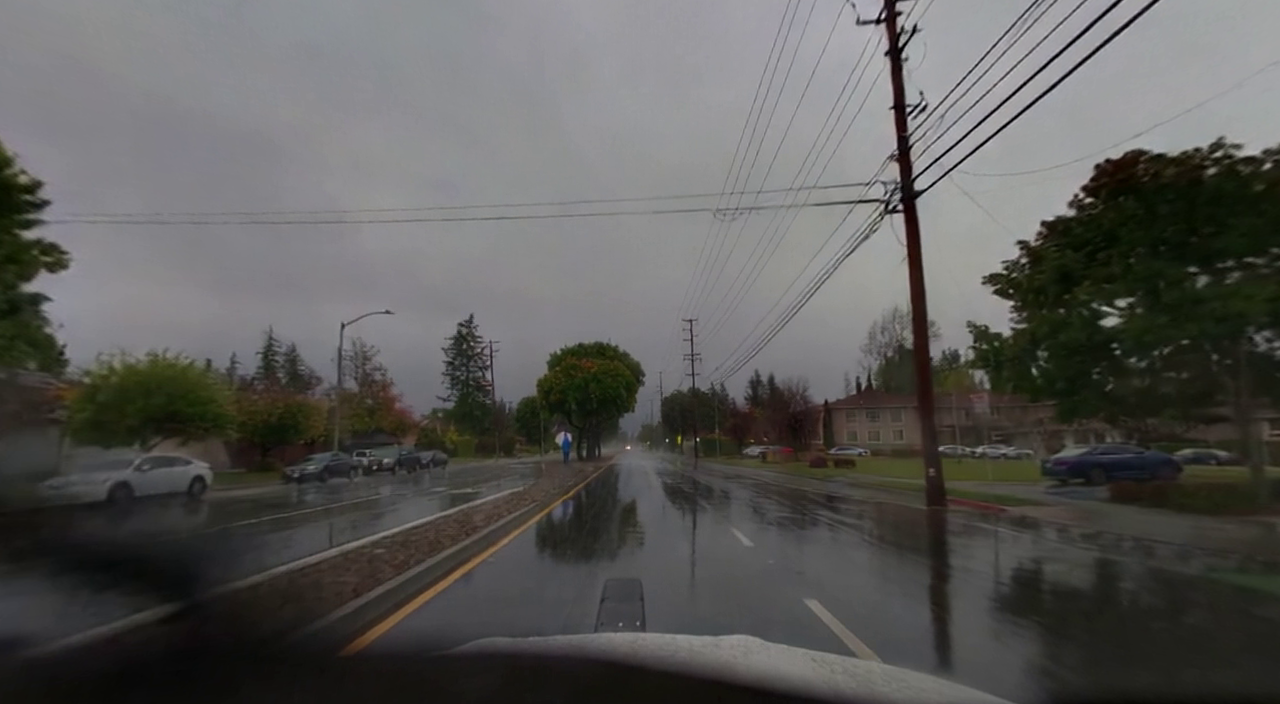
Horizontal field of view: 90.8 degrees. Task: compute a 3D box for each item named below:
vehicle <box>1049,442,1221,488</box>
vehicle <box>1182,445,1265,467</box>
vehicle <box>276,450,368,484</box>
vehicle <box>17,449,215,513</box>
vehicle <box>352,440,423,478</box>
[{"bbox_3d":[17.850,4.066,22.938,4.567,1.535,2.156,1,-9,-6],"label":"vehicle"},{"bbox_3d":[40.285,7.172,43.718,1.707,1.473,3.778,2,-9,-16],"label":"vehicle"},{"bbox_3d":[-15.321,5.545,30.779,2.058,1.479,4.519,0,-8,1],"label":"vehicle"},{"bbox_3d":[-15.412,3.764,19.026,2.029,1.520,4.615,-4,-8,1],"label":"vehicle"},{"bbox_3d":[-15.119,6.396,38.139,2.298,1.979,4.920,-3,-8,0],"label":"vehicle"}]
